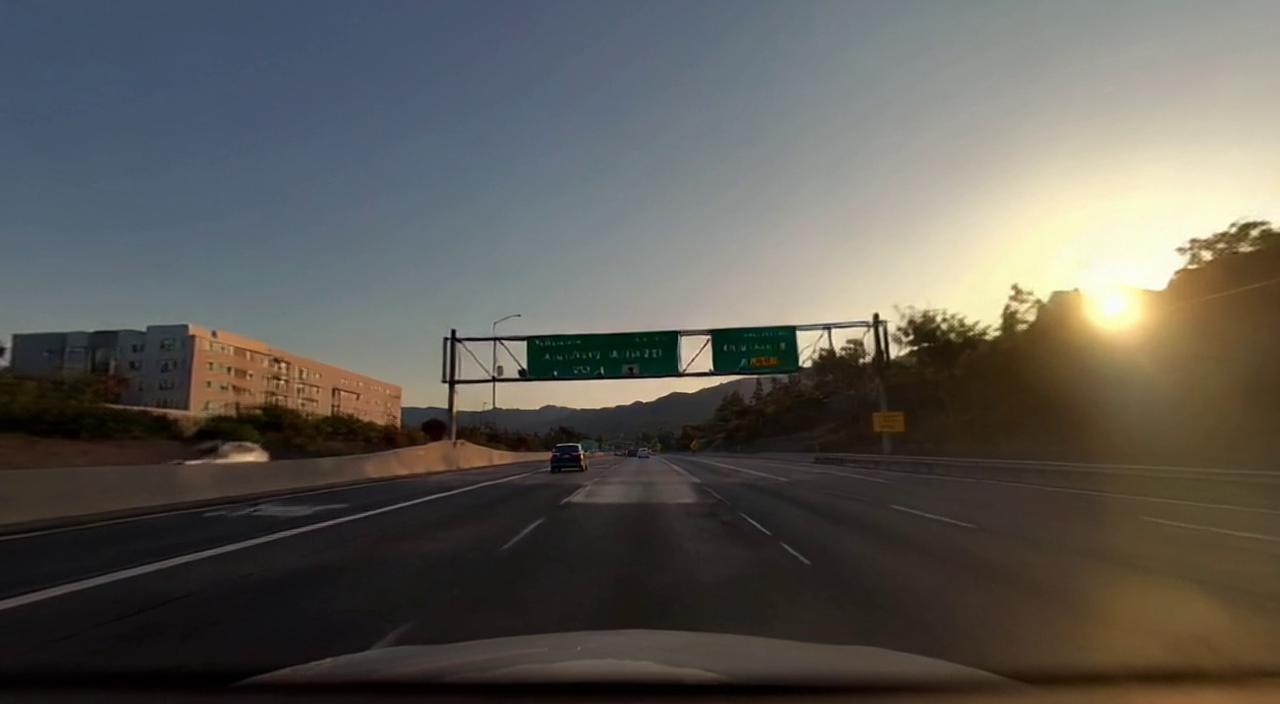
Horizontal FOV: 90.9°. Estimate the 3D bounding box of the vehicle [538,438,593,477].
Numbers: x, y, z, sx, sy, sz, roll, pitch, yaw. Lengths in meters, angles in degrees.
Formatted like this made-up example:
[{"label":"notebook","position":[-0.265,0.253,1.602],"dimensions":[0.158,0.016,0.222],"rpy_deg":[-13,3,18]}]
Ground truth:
[{"label":"vehicle","position":[-3.513,5.070,30.522],"dimensions":[2.072,1.706,4.359],"rpy_deg":[0,-8,1]}]
